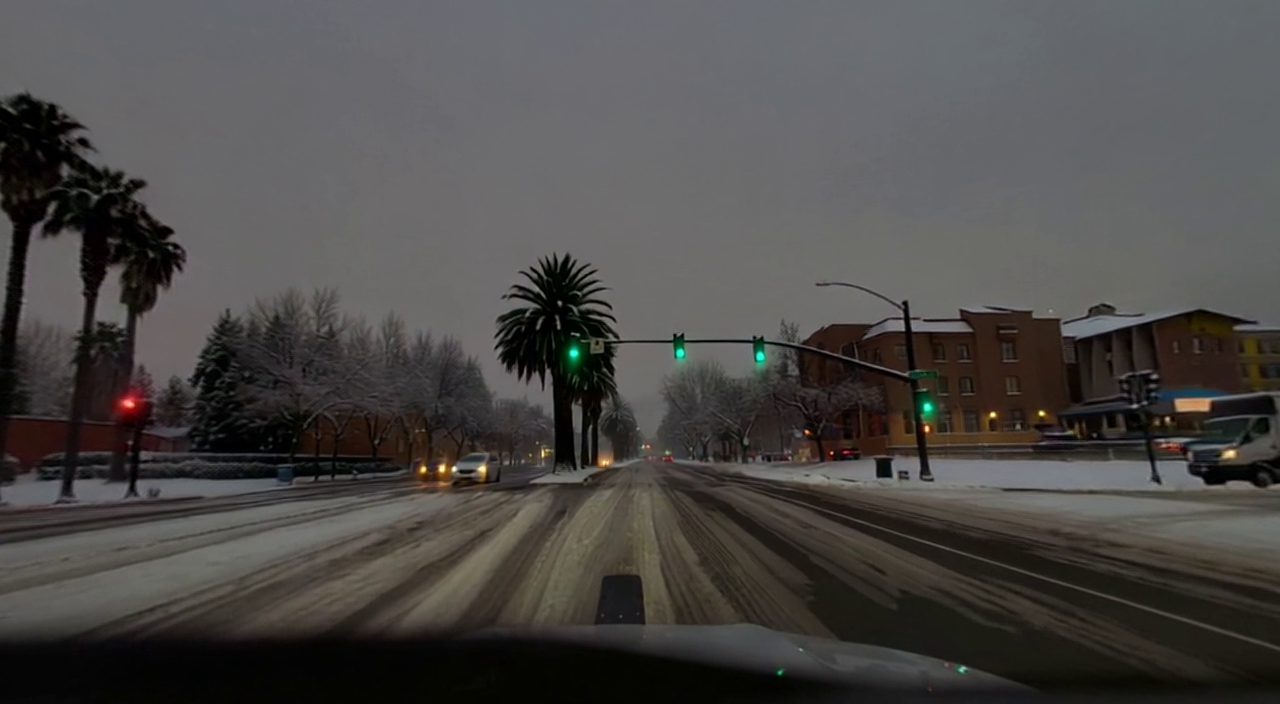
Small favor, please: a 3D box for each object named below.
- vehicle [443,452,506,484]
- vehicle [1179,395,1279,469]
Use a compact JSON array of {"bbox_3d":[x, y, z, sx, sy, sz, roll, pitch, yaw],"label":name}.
[{"bbox_3d":[-8.671,6.094,33.518,2.095,1.482,4.523,0,-9,1],"label":"vehicle"},{"bbox_3d":[32.827,3.948,31.230,2.863,3.609,10.252,0,-9,-3],"label":"vehicle"}]
